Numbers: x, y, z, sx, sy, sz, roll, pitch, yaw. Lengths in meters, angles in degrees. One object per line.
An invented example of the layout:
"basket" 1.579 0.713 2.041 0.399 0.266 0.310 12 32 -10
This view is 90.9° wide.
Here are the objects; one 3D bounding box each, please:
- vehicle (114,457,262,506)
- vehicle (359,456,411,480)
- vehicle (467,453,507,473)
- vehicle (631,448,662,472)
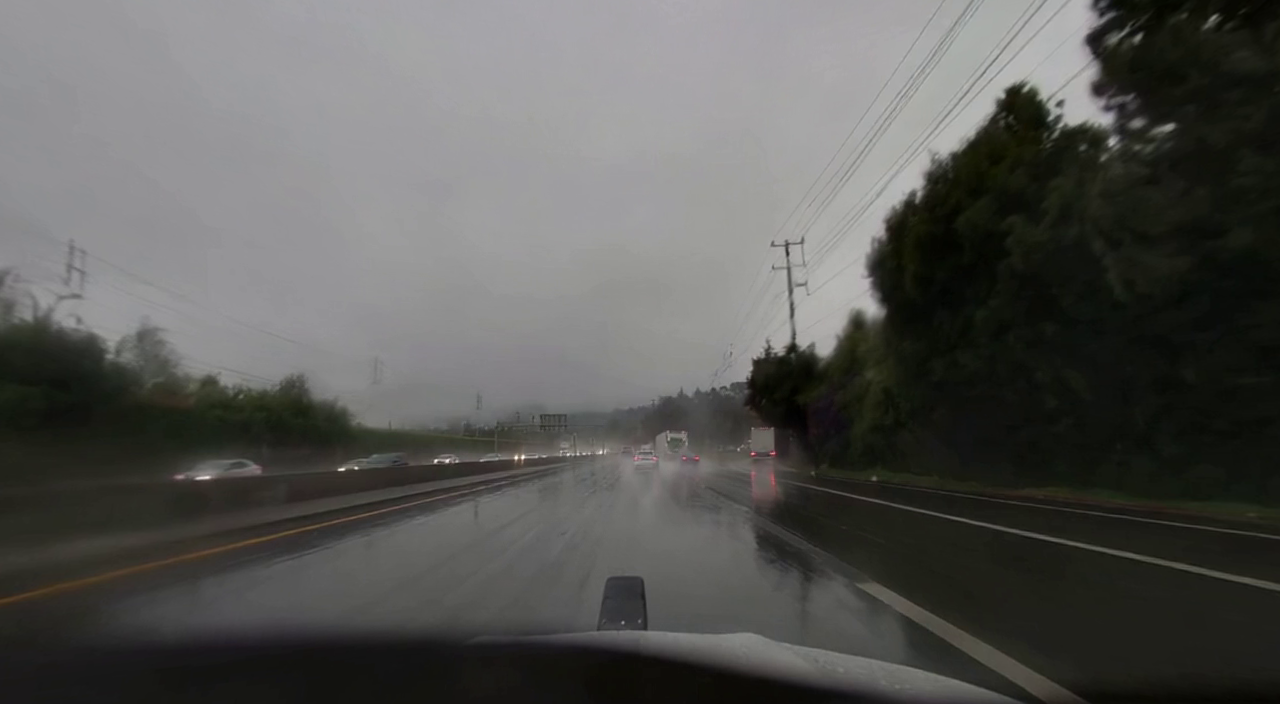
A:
"vehicle" -15.499 4.428 21.983 1.916 1.470 4.366 0 -9 0
"vehicle" -18.896 8.597 46.865 1.801 1.638 4.739 0 -9 1
"vehicle" -11.498 8.353 47.653 1.903 1.432 4.475 0 -9 1
"vehicle" 0.472 7.572 44.386 2.111 1.599 3.859 0 -9 1
